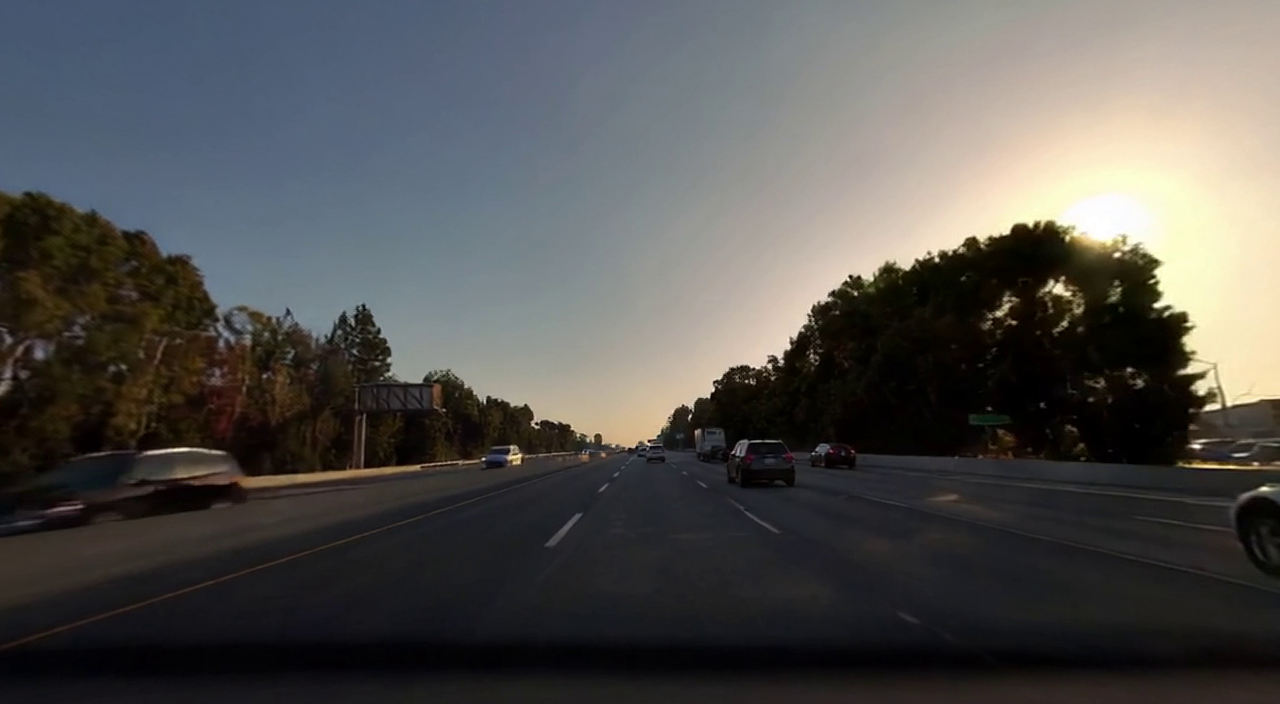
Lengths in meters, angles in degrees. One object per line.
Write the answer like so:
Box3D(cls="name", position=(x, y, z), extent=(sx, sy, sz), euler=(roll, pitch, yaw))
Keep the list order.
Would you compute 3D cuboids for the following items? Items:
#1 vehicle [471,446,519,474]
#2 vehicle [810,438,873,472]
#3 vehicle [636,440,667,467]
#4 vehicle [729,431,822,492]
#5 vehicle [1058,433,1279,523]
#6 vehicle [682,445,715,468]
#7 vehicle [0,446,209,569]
Box3D(cls="vehicle", position=(-9.653, 7.239, 42.446), extent=(2.075, 1.703, 4.506), euler=(-1, -8, 1))
Box3D(cls="vehicle", position=(11.395, 5.839, 36.032), extent=(2.028, 1.801, 4.503), euler=(0, -8, -1))
Box3D(cls="vehicle", position=(0.809, 7.354, 45.768), extent=(2.145, 1.832, 4.004), euler=(0, -8, 0))
Box3D(cls="vehicle", position=(4.497, 3.705, 21.793), extent=(2.075, 1.845, 4.667), euler=(0, -8, -1))
Box3D(cls="vehicle", position=(11.520, 2.527, 13.357), extent=(1.941, 1.539, 4.834), euler=(0, -8, -1))
Box3D(cls="vehicle", position=(4.175, 7.486, 45.473), extent=(1.902, 1.532, 4.181), euler=(0, -8, -1))
Box3D(cls="vehicle", position=(-10.129, 2.521, 10.970), extent=(2.065, 1.709, 4.466), euler=(-1, -8, 1))
